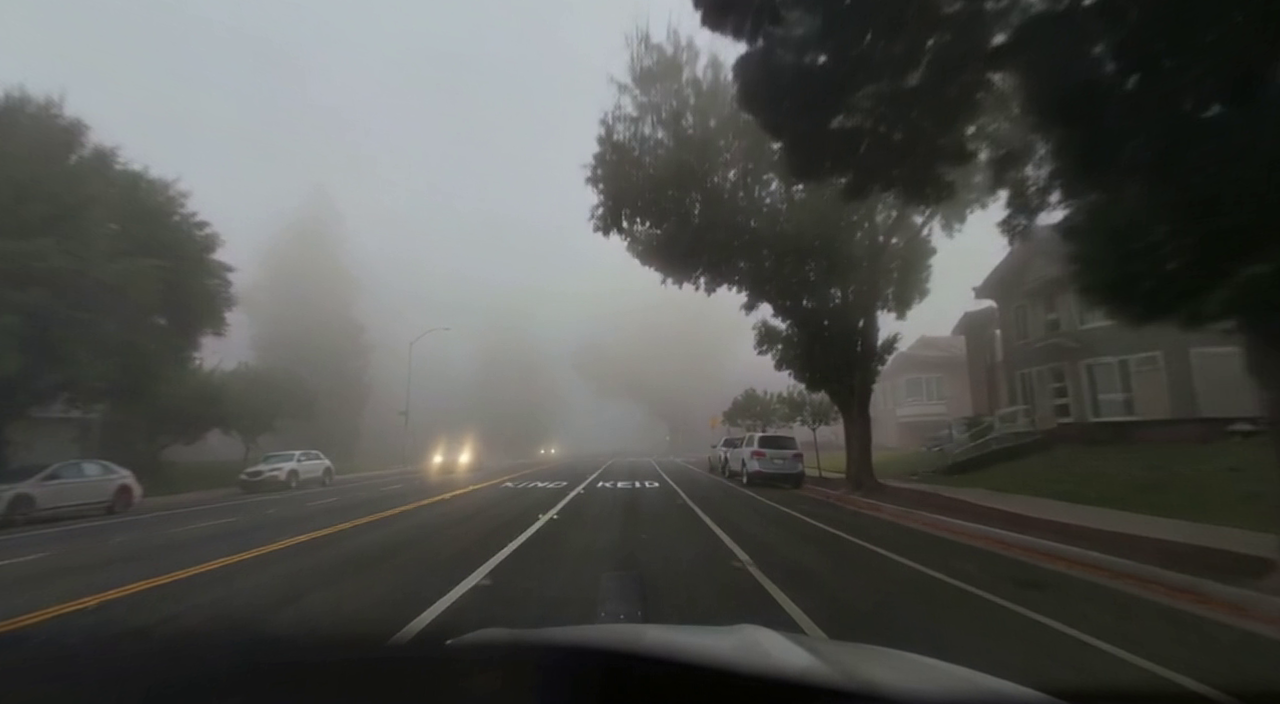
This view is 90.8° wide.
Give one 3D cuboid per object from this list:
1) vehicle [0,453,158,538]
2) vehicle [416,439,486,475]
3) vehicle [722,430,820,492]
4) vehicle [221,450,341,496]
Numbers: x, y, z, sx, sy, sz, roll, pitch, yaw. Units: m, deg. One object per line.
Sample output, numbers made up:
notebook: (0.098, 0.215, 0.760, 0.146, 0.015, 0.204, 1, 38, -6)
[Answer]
vehicle: (-14.036, 3.172, 14.461, 2.163, 1.641, 4.875, 0, -8, 0)
vehicle: (-9.764, 5.474, 33.080, 2.252, 1.737, 4.544, 0, -8, 0)
vehicle: (4.084, 3.497, 20.661, 2.220, 1.752, 4.782, 0, -8, 0)
vehicle: (-14.059, 4.720, 25.161, 1.983, 1.608, 4.699, 0, -8, 0)
